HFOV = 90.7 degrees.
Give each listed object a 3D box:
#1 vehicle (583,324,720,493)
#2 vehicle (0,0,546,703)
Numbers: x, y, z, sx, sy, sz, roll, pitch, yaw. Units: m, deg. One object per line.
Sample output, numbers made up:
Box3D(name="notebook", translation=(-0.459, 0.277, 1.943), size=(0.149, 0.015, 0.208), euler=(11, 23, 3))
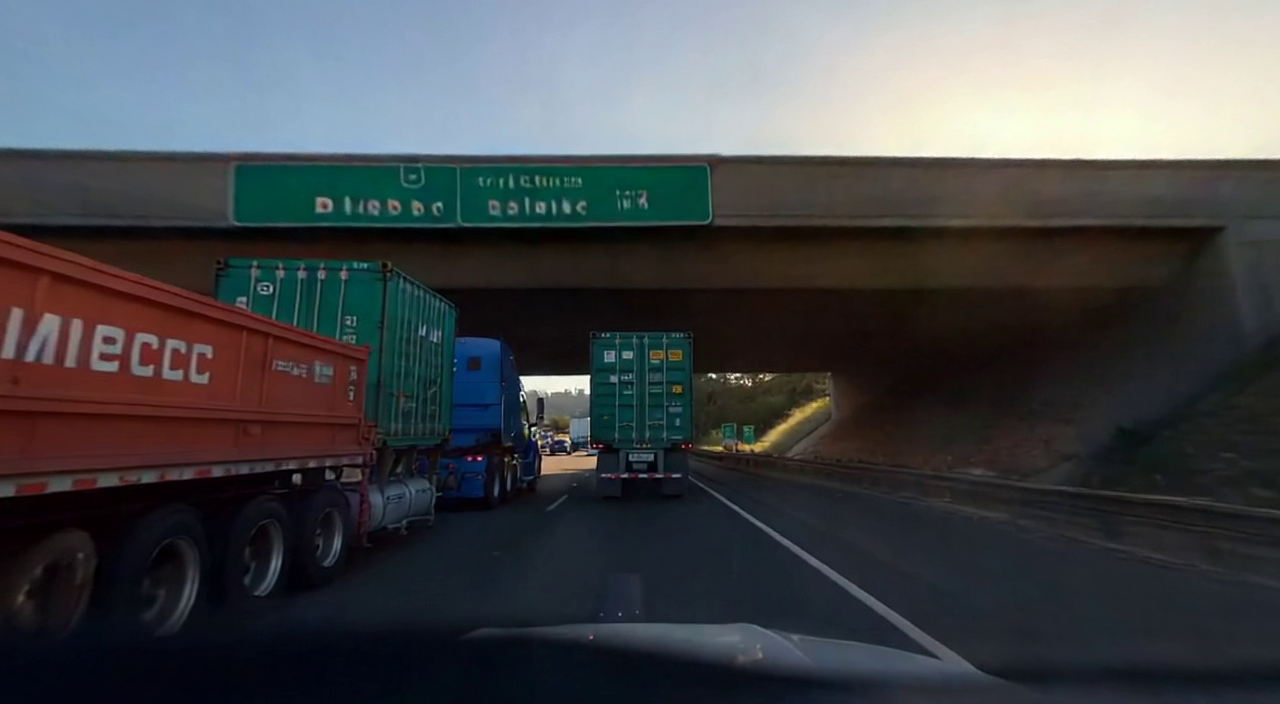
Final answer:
Box3D(name="vehicle", translation=(0.267, 1.933, 19.591), size=(3.357, 4.212, 7.519), euler=(0, -9, 0))
Box3D(name="vehicle", translation=(-3.637, 0.344, 7.827), size=(2.873, 4.198, 13.317), euler=(0, -9, 0))
